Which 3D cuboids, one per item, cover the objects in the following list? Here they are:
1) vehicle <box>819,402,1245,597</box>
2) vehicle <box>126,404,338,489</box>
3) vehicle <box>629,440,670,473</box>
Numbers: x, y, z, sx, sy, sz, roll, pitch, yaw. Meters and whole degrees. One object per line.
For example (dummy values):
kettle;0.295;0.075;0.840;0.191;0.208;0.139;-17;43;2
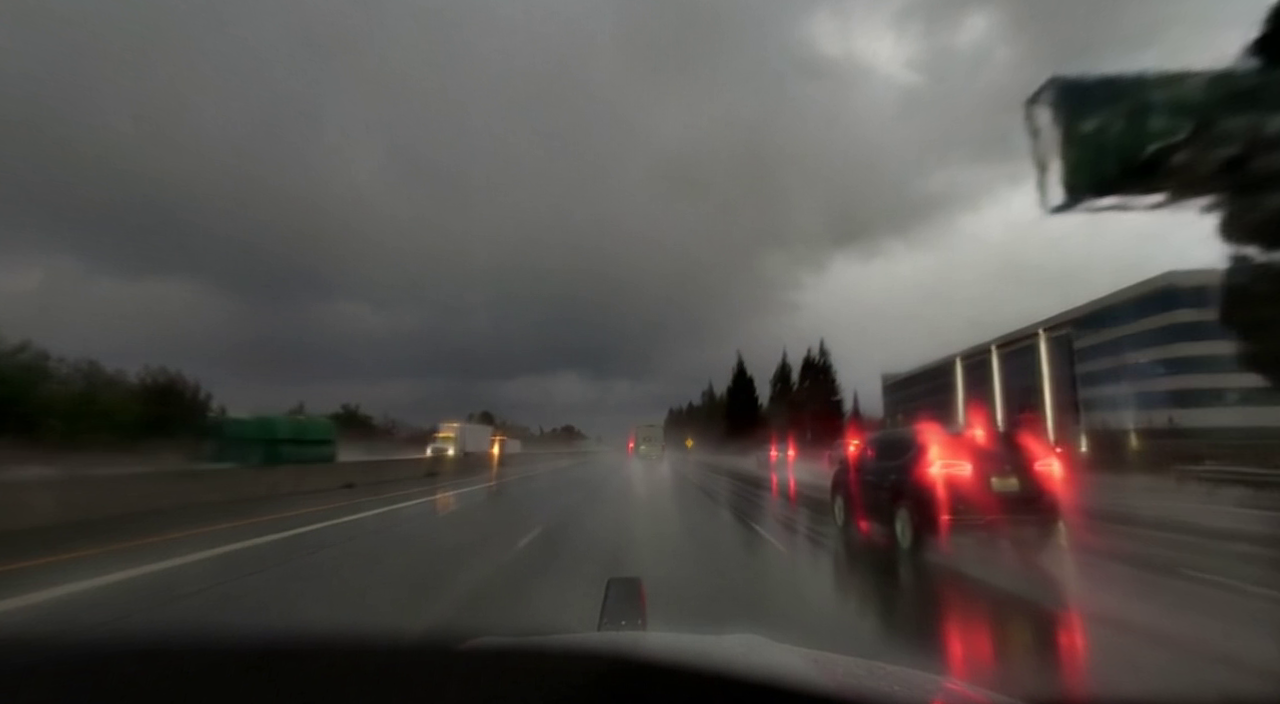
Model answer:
vehicle;3.959;1.610;7.792;2.008;1.595;5.082;0;-9;0
vehicle;-12.150;2.948;19.580;2.304;2.203;6.144;0;-9;2
vehicle;0.453;5.472;33.117;2.015;1.639;4.086;0;-9;0
